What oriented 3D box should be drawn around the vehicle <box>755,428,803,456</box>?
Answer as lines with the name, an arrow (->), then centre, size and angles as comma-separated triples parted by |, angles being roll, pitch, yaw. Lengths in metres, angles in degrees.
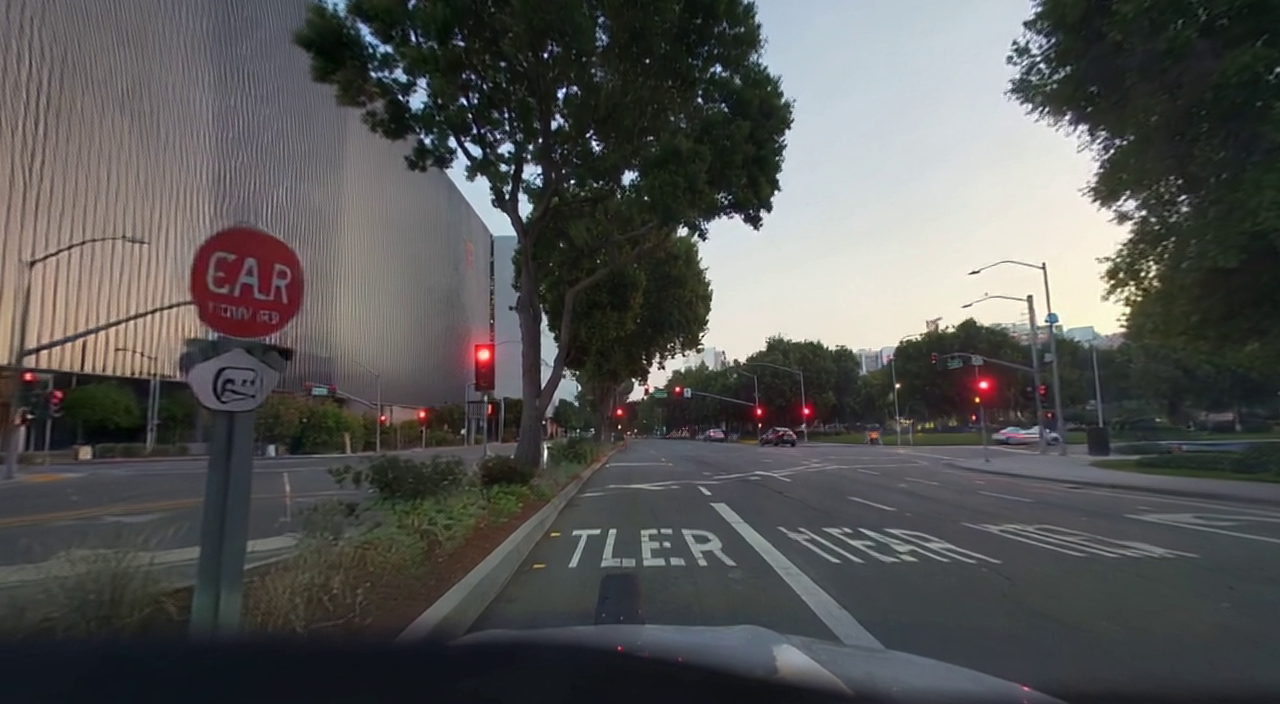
vehicle -> 9.768, 6.422, 44.853 | 2.156, 1.881, 4.743 | 0, -9, -2
